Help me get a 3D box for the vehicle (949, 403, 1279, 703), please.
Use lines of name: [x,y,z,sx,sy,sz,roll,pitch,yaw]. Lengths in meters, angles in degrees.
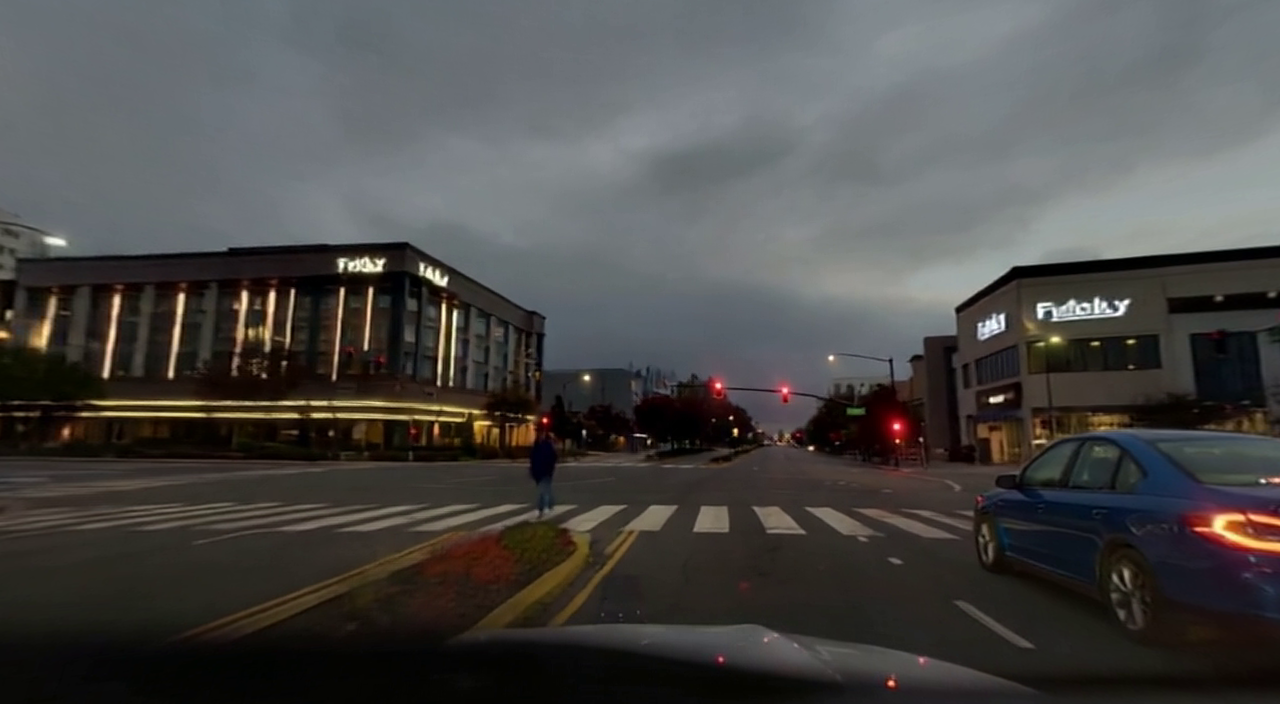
vehicle: [4.460,1.376,5.307,2.067,1.625,4.073,-1,-9,8]
